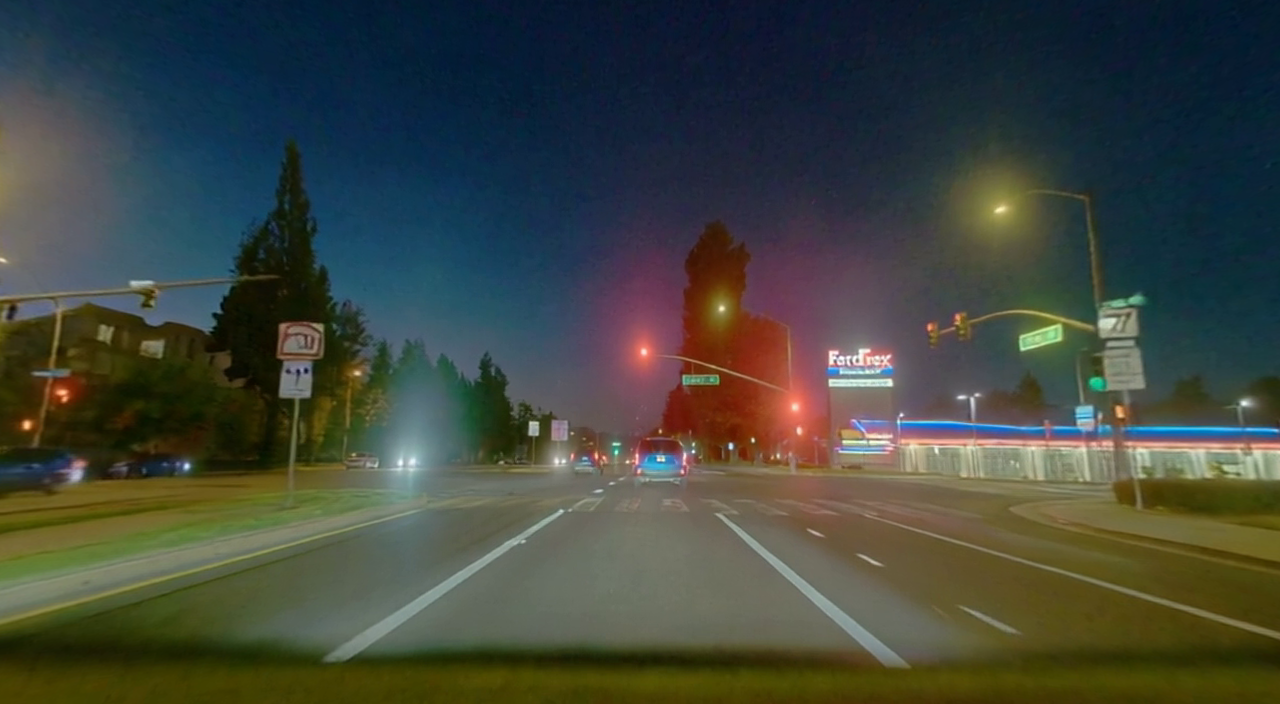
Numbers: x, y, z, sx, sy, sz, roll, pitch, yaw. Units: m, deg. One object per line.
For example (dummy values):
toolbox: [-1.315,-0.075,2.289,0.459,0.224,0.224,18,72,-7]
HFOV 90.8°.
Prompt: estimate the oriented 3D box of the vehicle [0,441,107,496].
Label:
vehicle: [-18.948,3.433,18.816,1.950,1.512,4.794,0,-8,0]

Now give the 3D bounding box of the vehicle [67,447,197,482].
vehicle: [-24.309,5.355,30.543,2.030,1.522,5.068,0,-8,0]

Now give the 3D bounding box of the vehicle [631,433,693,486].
vehicle: [0.836,4.301,25.660,2.273,1.909,5.075,0,-8,1]

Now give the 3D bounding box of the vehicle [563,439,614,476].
vehicle: [-2.671,5.660,34.080,2.202,1.856,4.516,0,-8,2]
